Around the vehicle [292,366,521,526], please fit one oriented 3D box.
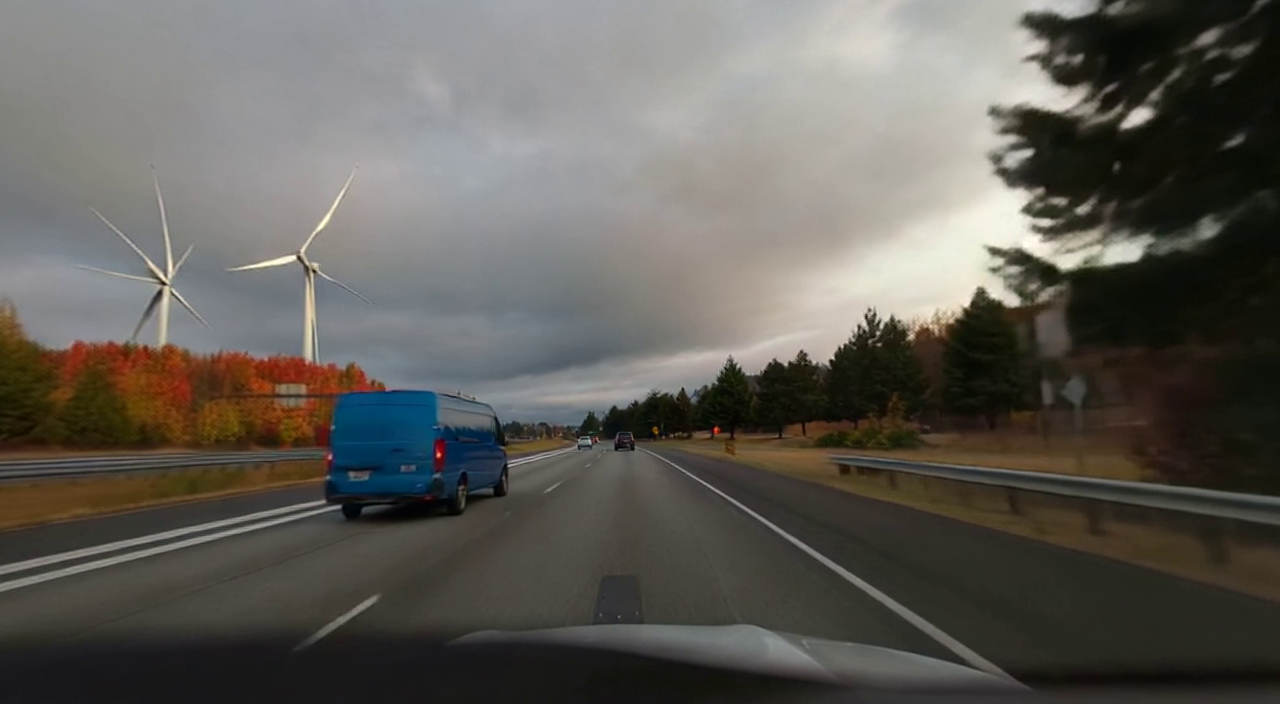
[{"bbox_3d":[-3.899,1.709,11.790,2.303,2.323,5.089,0,-8,0],"label":"vehicle"}]
